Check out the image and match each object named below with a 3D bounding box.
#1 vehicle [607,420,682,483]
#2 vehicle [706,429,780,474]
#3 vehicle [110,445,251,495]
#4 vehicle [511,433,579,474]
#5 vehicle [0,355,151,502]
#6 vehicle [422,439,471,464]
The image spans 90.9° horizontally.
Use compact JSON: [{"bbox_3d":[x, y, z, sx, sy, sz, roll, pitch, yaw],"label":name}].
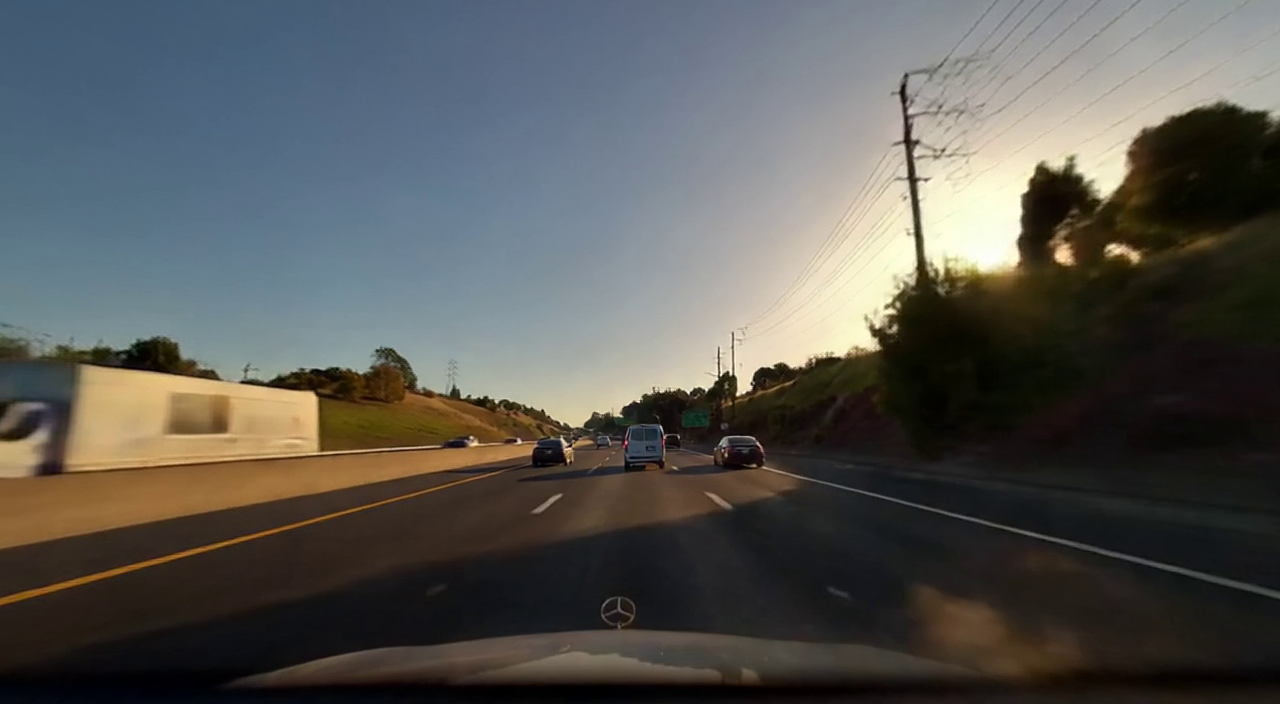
[{"bbox_3d":[0.087,3.156,20.325,2.159,1.811,4.238,0,-8,-1],"label":"vehicle"},{"bbox_3d":[3.867,3.814,24.453,1.923,1.562,4.691,0,-8,-2],"label":"vehicle"},{"bbox_3d":[-14.669,3.734,20.414,1.764,1.401,3.784,0,-8,-1],"label":"vehicle"},{"bbox_3d":[-3.756,4.071,25.713,2.093,1.517,4.648,0,-8,0],"label":"vehicle"},{"bbox_3d":[-19.116,2.396,19.443,3.109,3.990,5.971,0,-8,-1],"label":"vehicle"},{"bbox_3d":[-12.131,6.250,39.762,1.804,1.434,4.358,0,-8,-1],"label":"vehicle"}]
